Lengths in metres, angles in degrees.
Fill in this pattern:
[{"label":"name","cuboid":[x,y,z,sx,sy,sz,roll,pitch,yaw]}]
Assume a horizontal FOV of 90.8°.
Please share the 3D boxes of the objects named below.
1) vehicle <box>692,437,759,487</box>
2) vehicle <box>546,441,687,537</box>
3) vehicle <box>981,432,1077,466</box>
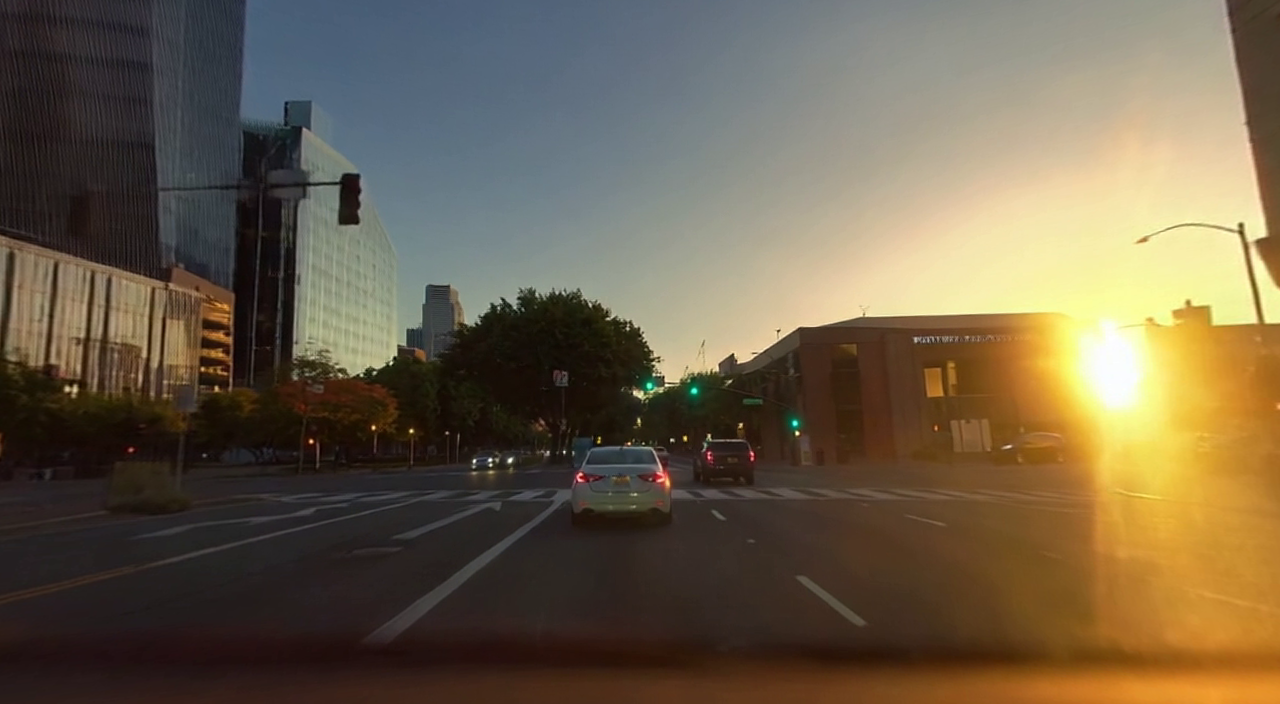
[{"label":"vehicle","cuboid":[3.343,4.358,25.500,2.078,1.799,4.089,1,-8,-1]},{"label":"vehicle","cuboid":[-0.395,2.379,11.679,2.144,1.398,3.963,1,-8,-1]},{"label":"vehicle","cuboid":[24.070,6.035,39.230,4.384,2.000,2.345,1,-10,-4]}]
